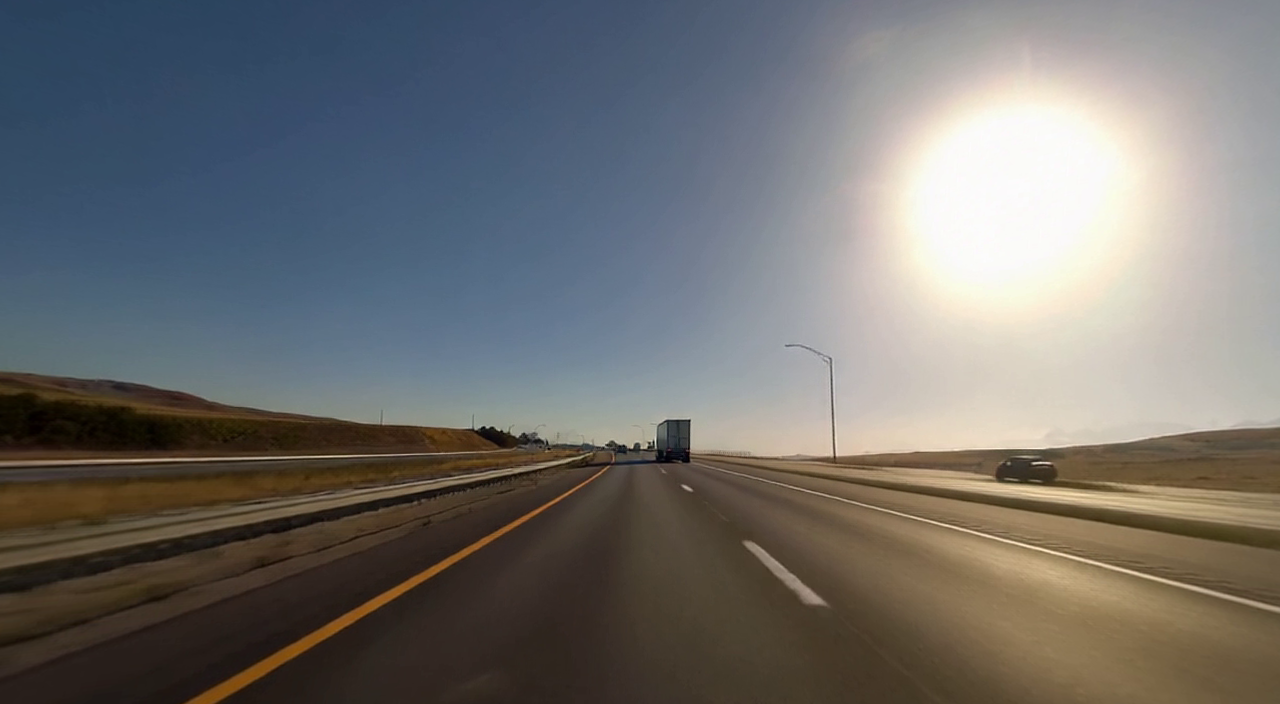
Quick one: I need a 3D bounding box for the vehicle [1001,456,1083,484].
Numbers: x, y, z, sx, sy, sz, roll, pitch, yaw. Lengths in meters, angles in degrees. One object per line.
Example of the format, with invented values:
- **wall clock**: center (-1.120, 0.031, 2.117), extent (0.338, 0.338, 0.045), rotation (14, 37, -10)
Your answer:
- **vehicle**: center (23.607, 6.918, 37.192), extent (1.836, 1.499, 3.936), rotation (1, -9, -8)
